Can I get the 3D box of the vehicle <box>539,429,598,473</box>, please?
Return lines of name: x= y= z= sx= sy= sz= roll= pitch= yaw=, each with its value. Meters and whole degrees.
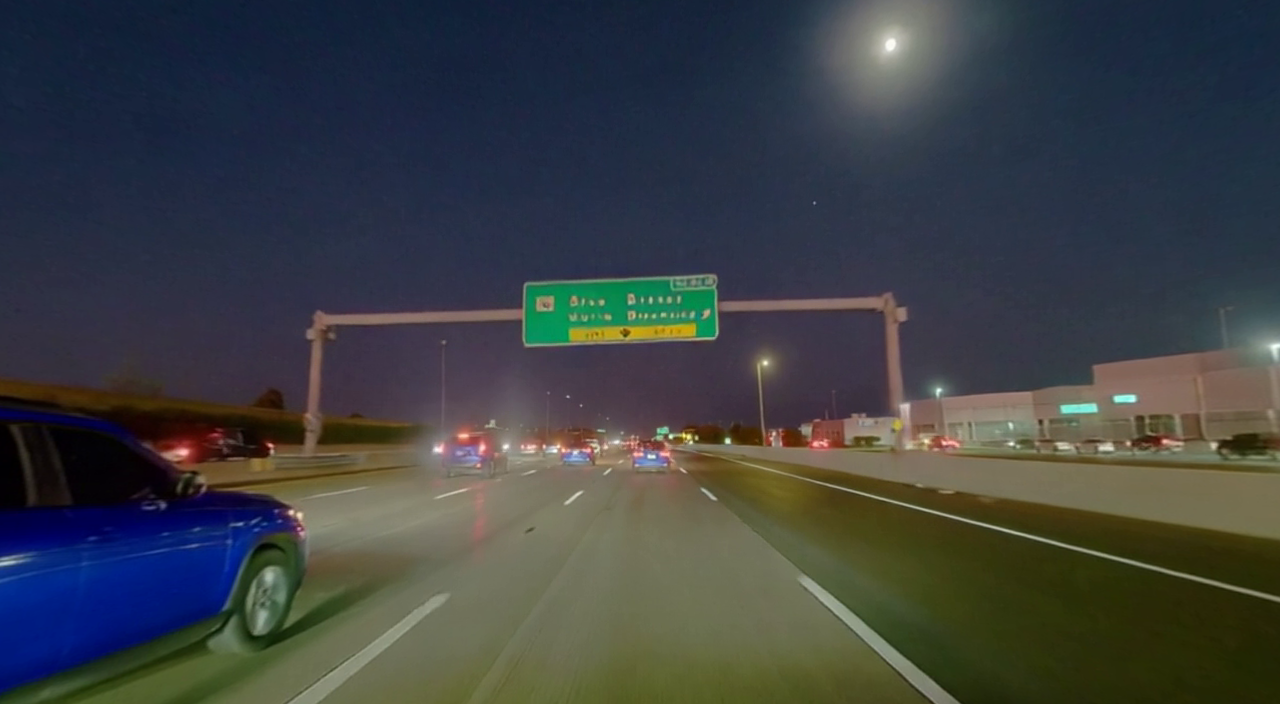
vehicle: x=-2.996 y=4.275 z=27.408 sx=2.007 sy=1.730 sz=4.412 roll=0 pitch=-8 yaw=0

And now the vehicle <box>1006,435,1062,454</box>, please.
vehicle: x=30.542 y=7.190 z=49.023 sx=1.656 sy=1.442 sz=4.167 roll=0 pitch=-8 yaw=1

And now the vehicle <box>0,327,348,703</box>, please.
vehicle: x=-3.222 y=0.810 z=2.510 sx=1.961 sy=1.687 sz=4.453 roll=0 pitch=-8 yaw=0

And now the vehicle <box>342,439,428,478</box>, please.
vehicle: x=-9.934 y=4.152 z=24.911 sx=1.774 sy=1.408 sz=3.917 roll=0 pitch=-8 yaw=0

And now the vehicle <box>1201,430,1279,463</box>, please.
vehicle: x=30.396 y=4.612 z=30.834 sx=1.838 sy=1.491 sz=4.554 roll=0 pitch=-8 yaw=2

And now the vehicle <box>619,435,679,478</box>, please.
vehicle: x=0.348 y=3.933 z=24.036 sx=2.090 sy=1.474 sz=3.970 roll=0 pitch=-8 yaw=1

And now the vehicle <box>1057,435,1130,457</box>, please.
vehicle: x=30.532 y=6.360 z=42.654 sx=1.598 sy=1.384 sz=4.580 roll=0 pitch=-8 yaw=1

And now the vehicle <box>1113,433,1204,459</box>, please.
vehicle: x=30.438 y=5.529 z=37.172 sx=1.722 sy=1.461 sz=4.302 roll=0 pitch=-8 yaw=1

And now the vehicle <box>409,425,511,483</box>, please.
vehicle: x=-6.210 y=3.588 z=22.446 sx=2.125 sy=1.804 sz=4.864 roll=0 pitch=-8 yaw=1
